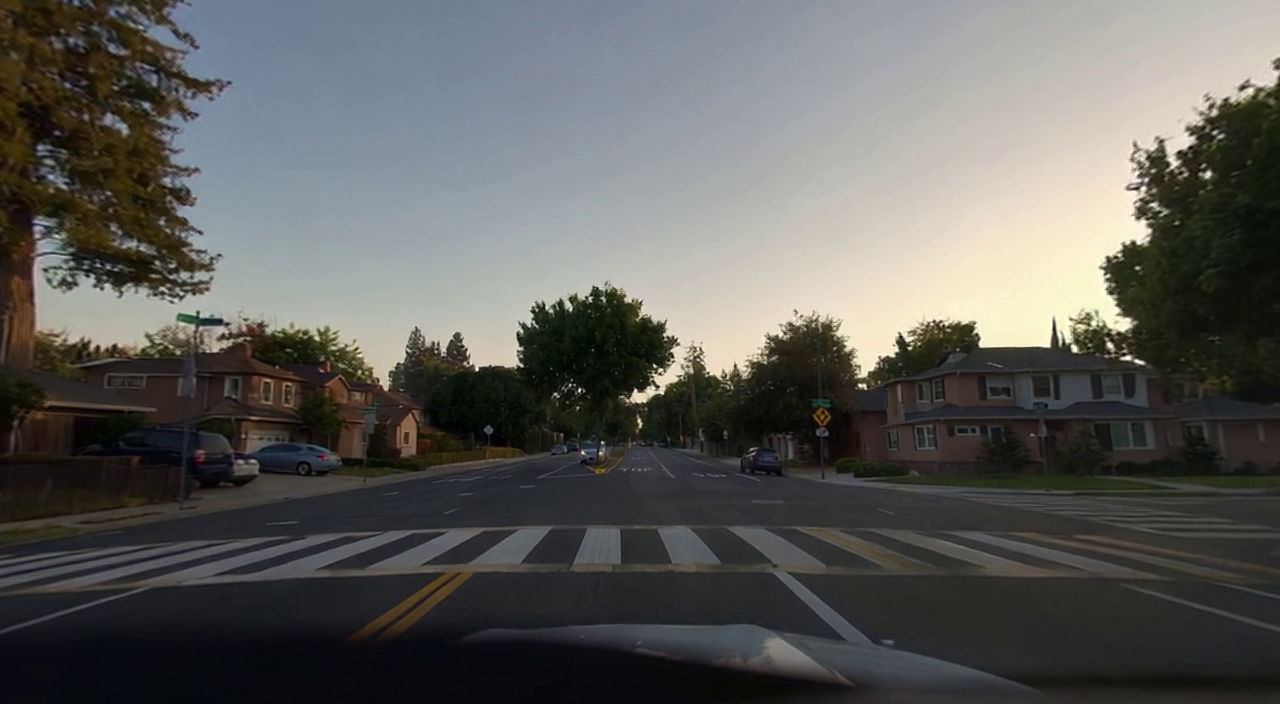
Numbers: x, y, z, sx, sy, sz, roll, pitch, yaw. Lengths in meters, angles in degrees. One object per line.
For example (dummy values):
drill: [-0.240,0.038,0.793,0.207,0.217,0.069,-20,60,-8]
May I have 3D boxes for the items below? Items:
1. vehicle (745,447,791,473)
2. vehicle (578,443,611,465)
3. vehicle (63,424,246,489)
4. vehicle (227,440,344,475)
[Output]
vehicle: [7.999,6.802,39.923,2.029,1.554,4.705,0,-9,1]
vehicle: [-3.164,7.139,44.247,2.014,1.499,3.999,0,-9,0]
vehicle: [-17.918,3.872,23.551,4.800,2.259,2.303,0,-9,-1]
vehicle: [-17.953,5.362,32.179,4.743,1.734,1.994,0,-9,0]
